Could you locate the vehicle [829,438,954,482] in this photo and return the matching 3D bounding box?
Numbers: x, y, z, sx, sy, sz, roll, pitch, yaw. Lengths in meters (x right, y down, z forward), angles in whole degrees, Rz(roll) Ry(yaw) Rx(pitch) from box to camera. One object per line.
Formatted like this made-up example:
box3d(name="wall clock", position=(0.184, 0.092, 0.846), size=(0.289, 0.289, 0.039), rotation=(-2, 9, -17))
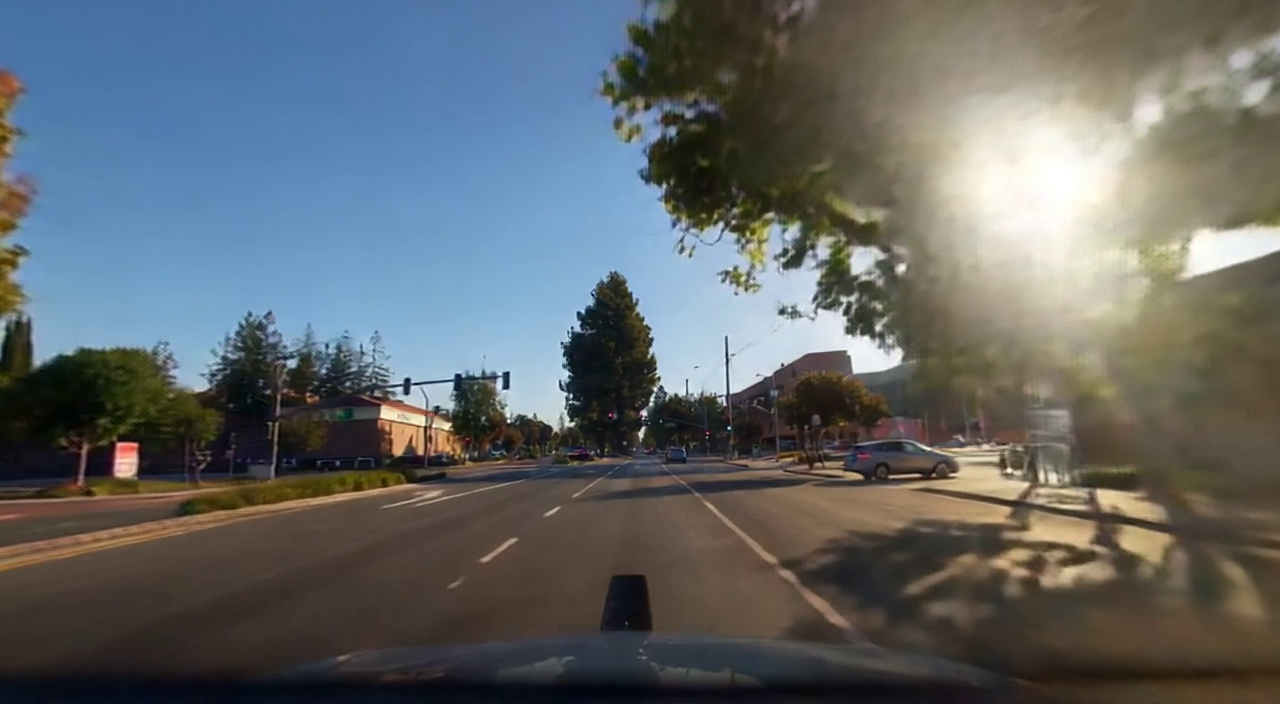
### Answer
box3d(name="vehicle", position=(9.612, 4.151, 24.399), size=(4.007, 1.591, 1.915), rotation=(-1, -8, 2))
